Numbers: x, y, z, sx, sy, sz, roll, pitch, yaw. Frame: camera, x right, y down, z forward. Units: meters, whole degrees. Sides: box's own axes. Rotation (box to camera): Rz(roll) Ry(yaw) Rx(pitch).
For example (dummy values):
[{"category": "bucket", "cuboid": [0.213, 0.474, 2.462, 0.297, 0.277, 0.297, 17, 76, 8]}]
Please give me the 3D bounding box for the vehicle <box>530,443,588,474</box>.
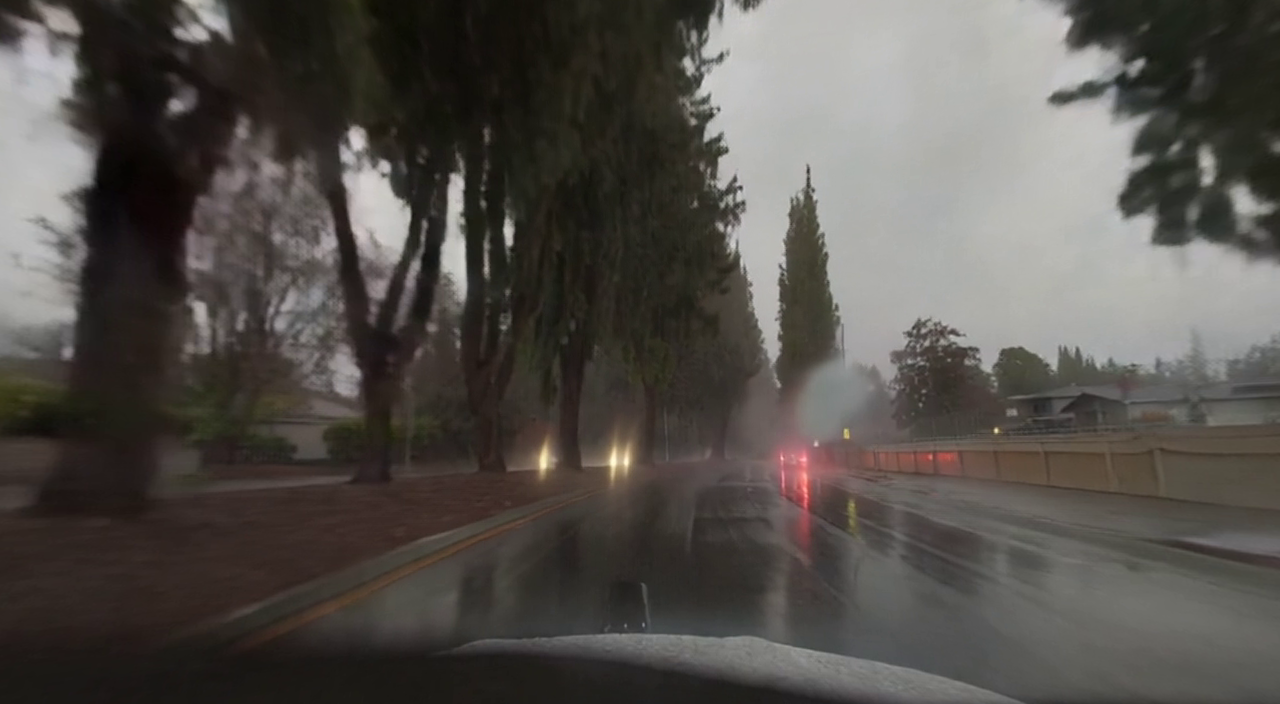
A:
[{"category": "vehicle", "cuboid": [-5.123, 6.809, 40.532, 2.276, 1.805, 4.984, -2, -9, 10]}]
